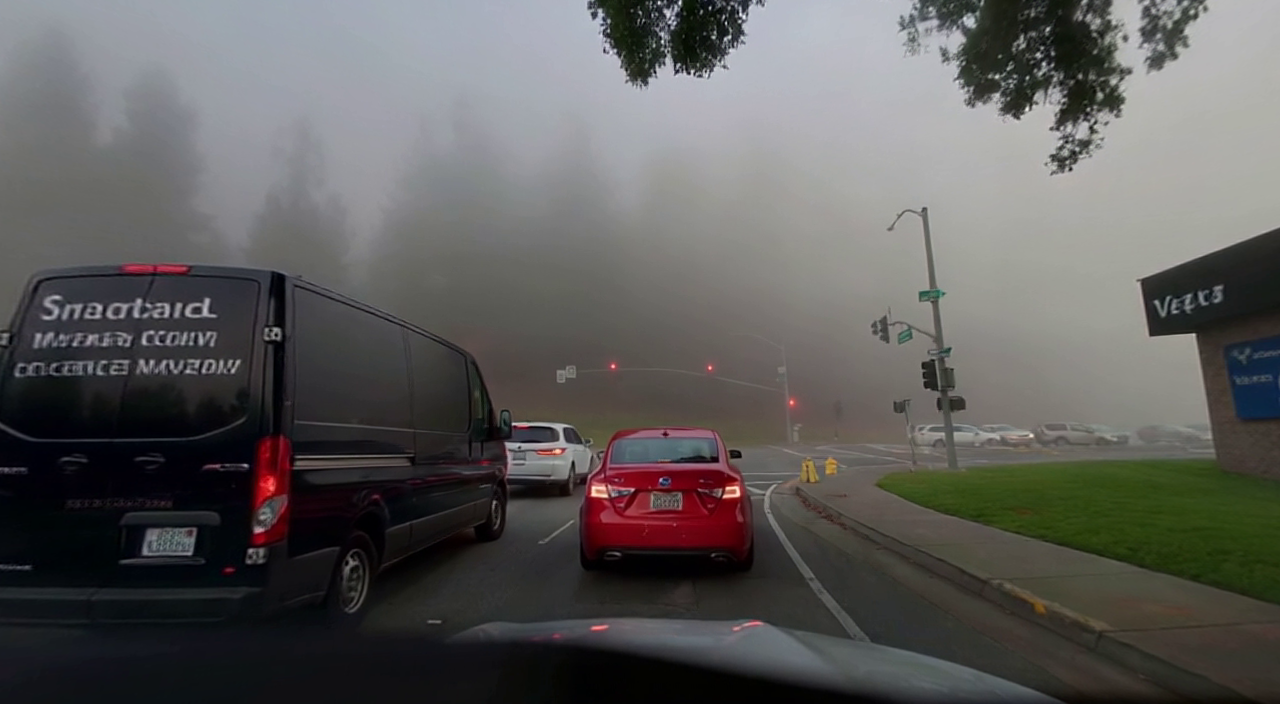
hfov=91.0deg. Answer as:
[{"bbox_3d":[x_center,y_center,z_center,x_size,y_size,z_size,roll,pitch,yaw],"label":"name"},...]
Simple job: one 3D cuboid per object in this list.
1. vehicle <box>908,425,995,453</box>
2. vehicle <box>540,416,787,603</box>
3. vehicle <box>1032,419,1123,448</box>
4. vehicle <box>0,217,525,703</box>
[{"bbox_3d":[21.958,6.157,44.463,5.021,1.848,2.210,1,-9,-9],"label":"vehicle"},{"bbox_3d":[0.413,1.841,8.340,2.398,1.773,4.254,-1,-8,6],"label":"vehicle"},{"bbox_3d":[32.011,6.025,46.132,5.084,2.041,2.360,1,-9,-9],"label":"vehicle"},{"bbox_3d":[-3.089,1.023,6.787,2.555,3.035,5.702,0,-8,0],"label":"vehicle"}]
